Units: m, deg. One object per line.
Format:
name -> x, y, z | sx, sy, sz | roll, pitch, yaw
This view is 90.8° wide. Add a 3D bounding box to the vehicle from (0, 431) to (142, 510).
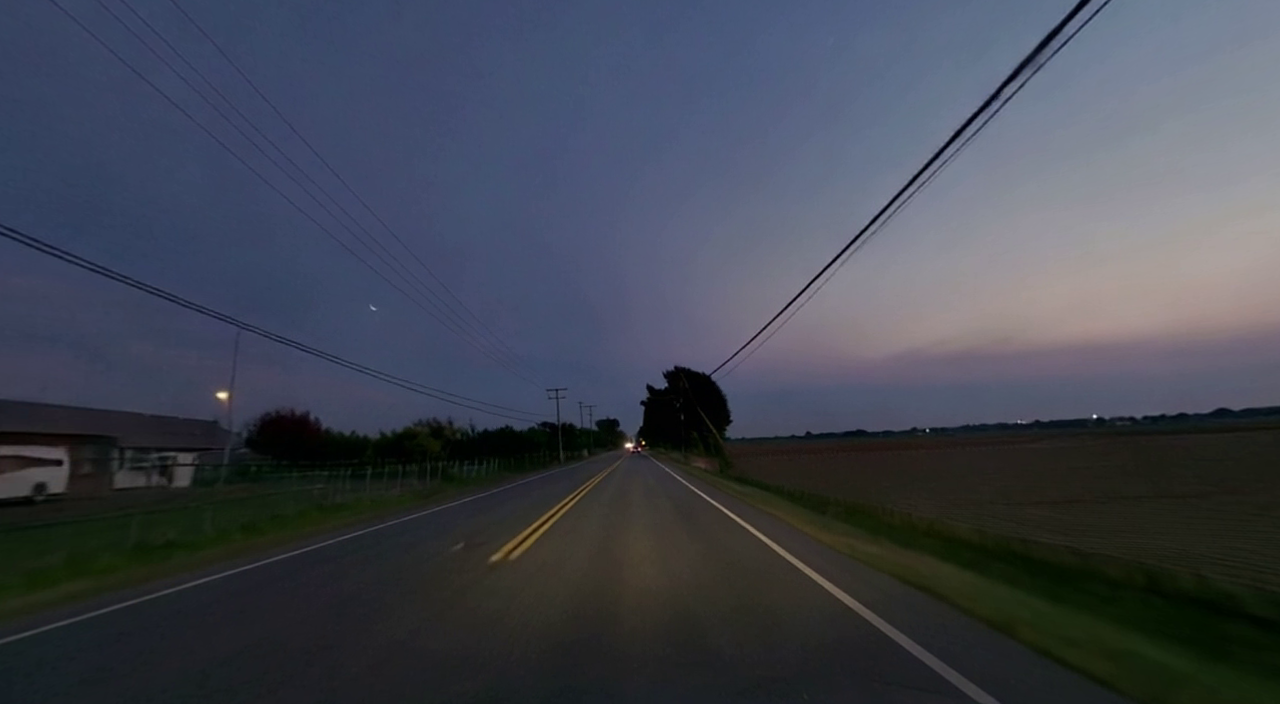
vehicle -> -27.123, 5.171, 27.911 | 2.681, 3.188, 7.534 | -4, -9, 18
